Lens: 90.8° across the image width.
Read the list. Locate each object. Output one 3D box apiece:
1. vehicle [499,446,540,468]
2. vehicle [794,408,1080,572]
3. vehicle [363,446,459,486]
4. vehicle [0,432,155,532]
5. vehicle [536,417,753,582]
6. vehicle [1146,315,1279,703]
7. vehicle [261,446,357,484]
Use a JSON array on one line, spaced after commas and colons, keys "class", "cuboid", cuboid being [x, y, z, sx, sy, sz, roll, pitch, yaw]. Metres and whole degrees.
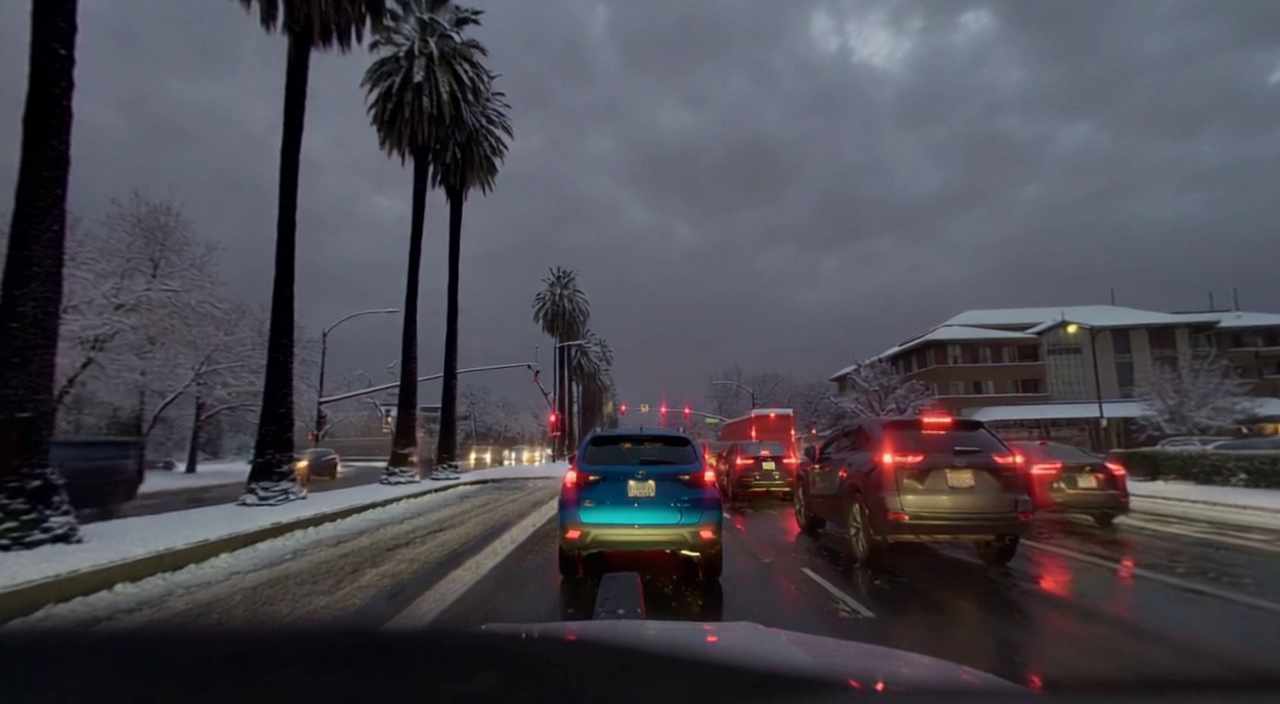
[{"class": "vehicle", "cuboid": [-8.625, 7.574, 45.595, 1.975, 1.478, 4.670, 0, -9, 0]}, {"class": "vehicle", "cuboid": [3.665, 1.776, 8.840, 1.947, 1.725, 4.159, 0, -9, 0]}, {"class": "vehicle", "cuboid": [-9.180, 4.602, 25.813, 2.168, 1.462, 4.505, 0, -9, 1]}, {"class": "vehicle", "cuboid": [-12.593, 2.533, 12.640, 2.180, 1.776, 4.521, 0, -9, -1]}, {"class": "vehicle", "cuboid": [0.033, 1.729, 8.164, 2.083, 1.572, 4.021, 0, -9, 0]}, {"class": "vehicle", "cuboid": [3.393, 0.471, 0.258, 2.171, 1.806, 5.058, 0, -9, 0]}, {"class": "vehicle", "cuboid": [-16.416, 5.582, 31.646, 2.167, 1.737, 4.824, 0, -9, 0]}]
